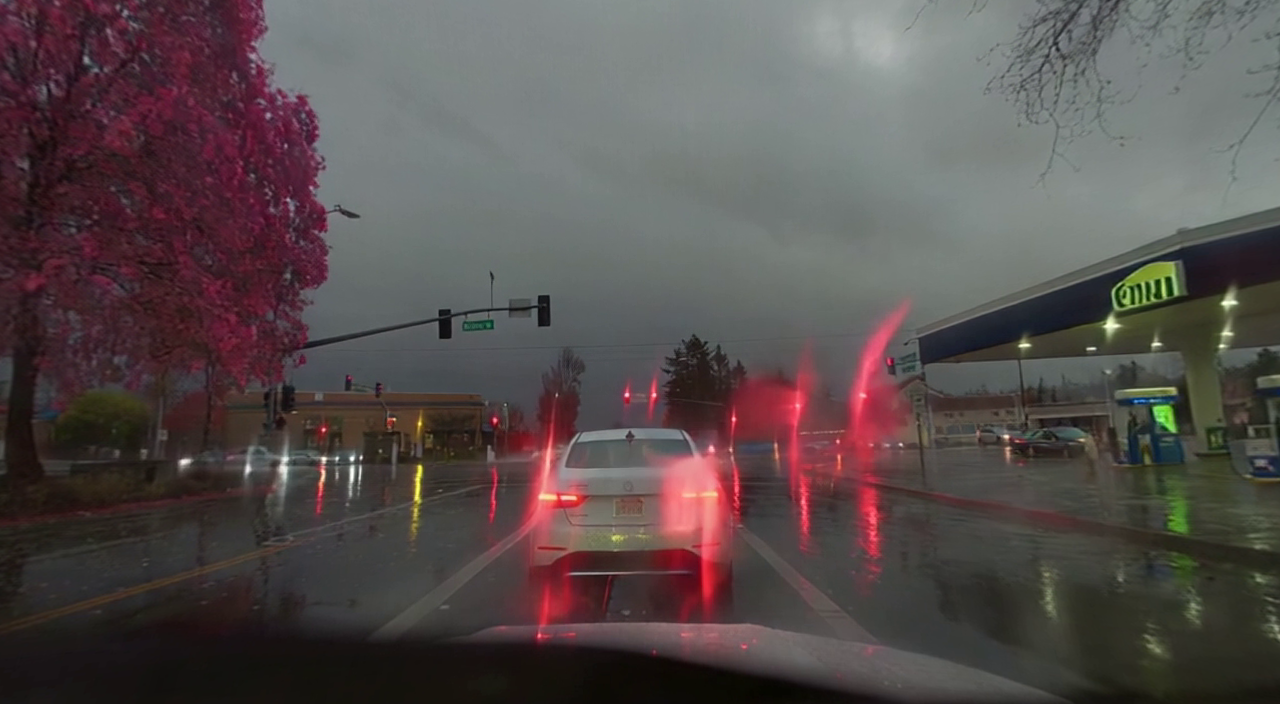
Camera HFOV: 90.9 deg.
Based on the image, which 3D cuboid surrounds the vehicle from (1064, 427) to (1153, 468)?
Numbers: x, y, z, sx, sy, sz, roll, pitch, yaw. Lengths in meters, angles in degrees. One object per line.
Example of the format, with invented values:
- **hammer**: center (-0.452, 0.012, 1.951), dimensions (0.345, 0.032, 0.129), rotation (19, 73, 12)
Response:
- **vehicle**: center (18.559, 3.762, 24.904), dimensions (4.091, 1.495, 2.053), rotation (8, -12, -44)

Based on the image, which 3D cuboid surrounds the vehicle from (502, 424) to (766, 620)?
- **vehicle**: center (-0.047, 1.600, 6.908), dimensions (2.010, 1.482, 4.057), rotation (0, -8, 0)

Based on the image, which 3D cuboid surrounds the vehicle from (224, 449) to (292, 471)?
- **vehicle**: center (-28.484, 8.030, 47.031), dimensions (3.975, 1.563, 1.755), rotation (-1, -8, 5)
